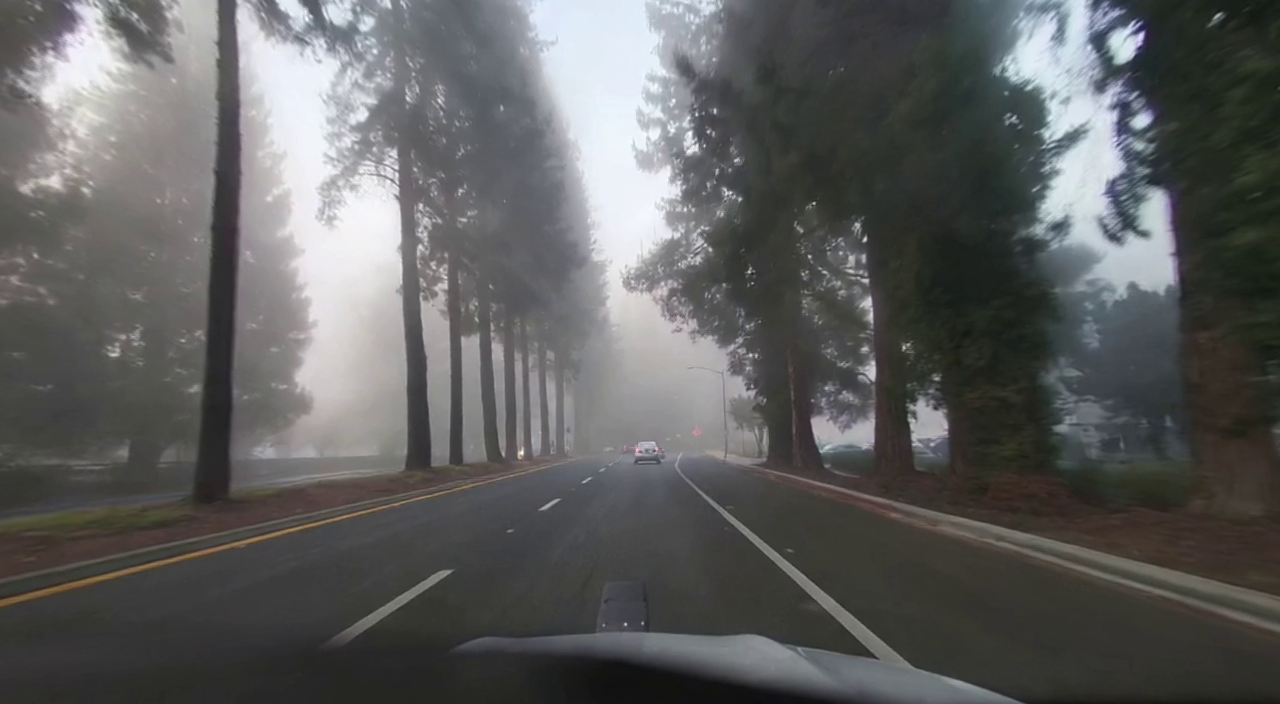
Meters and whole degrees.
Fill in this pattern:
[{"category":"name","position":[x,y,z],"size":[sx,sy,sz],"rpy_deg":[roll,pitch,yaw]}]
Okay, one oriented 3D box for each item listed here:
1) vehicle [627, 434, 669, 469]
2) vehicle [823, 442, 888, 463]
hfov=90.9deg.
[{"category":"vehicle","position":[0.410,5.283,33.568],"size":[2.135,1.691,3.884],"rpy_deg":[0,-9,0]},{"category":"vehicle","position":[15.502,7.242,45.422],"size":[3.913,1.384,1.893],"rpy_deg":[-1,-8,0]}]
